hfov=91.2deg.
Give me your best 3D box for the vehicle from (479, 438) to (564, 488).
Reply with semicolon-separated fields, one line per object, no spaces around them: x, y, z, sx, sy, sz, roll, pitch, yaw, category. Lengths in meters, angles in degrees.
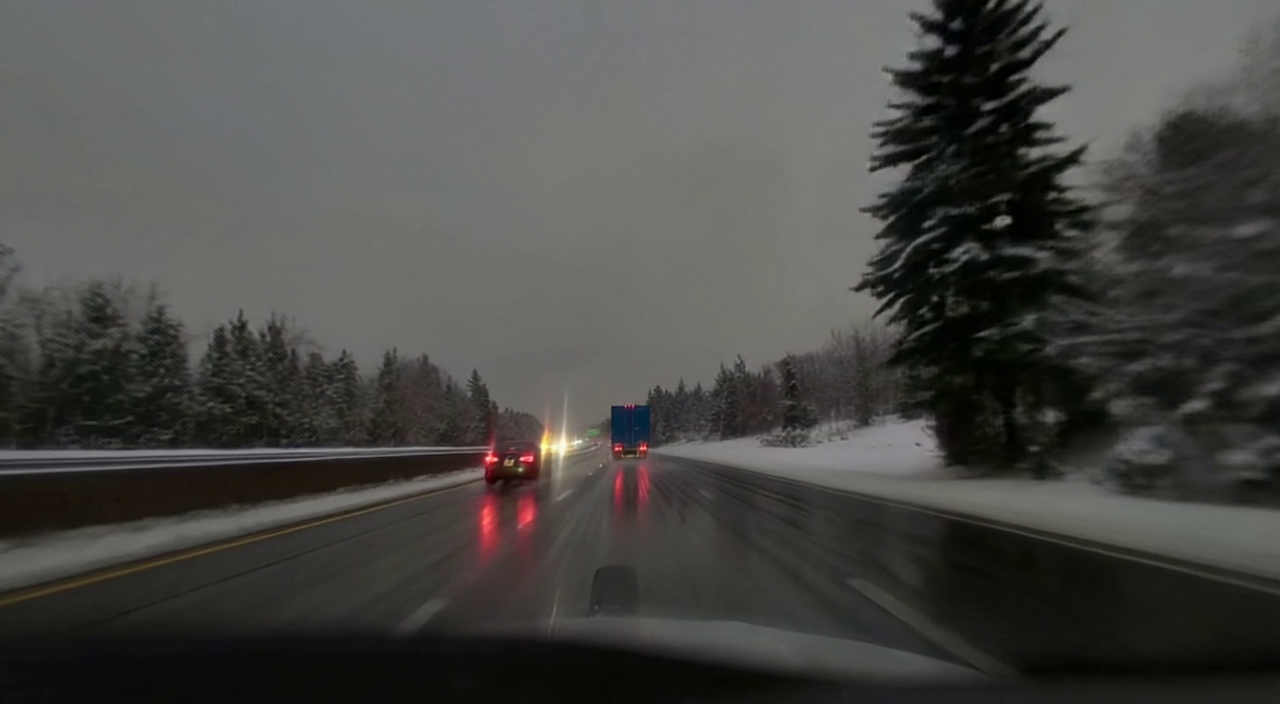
-3.931;3.784;21.599;2.057;1.519;4.372;0;-9;1;vehicle
